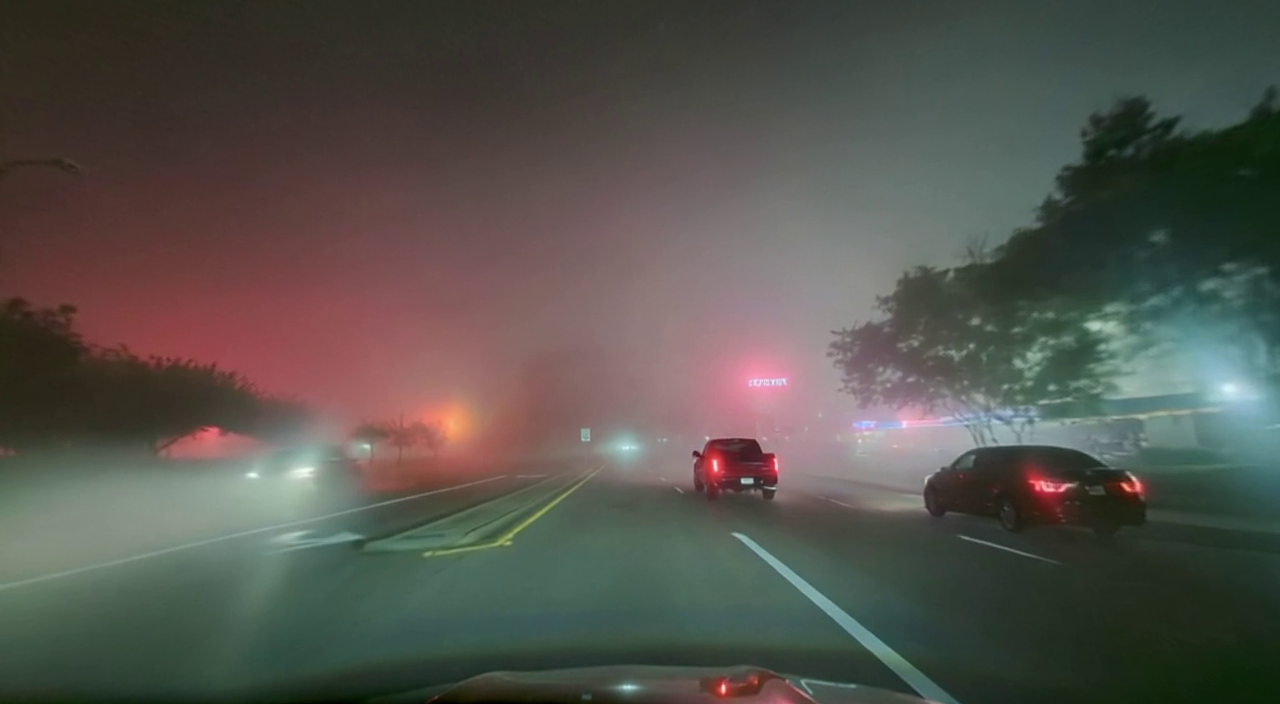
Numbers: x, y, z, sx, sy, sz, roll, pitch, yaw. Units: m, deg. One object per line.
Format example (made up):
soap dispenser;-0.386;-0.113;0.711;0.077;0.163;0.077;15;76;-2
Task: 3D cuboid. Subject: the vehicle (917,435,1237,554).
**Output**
vehicle;6.468;2.122;10.161;1.986;1.480;4.296;0;-9;-1

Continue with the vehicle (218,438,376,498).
vehicle;-12.628;4.296;23.919;2.868;1.978;5.632;0;-9;-1

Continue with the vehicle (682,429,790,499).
vehicle;2.578;3.186;18.373;2.214;1.749;4.998;0;-9;-2
